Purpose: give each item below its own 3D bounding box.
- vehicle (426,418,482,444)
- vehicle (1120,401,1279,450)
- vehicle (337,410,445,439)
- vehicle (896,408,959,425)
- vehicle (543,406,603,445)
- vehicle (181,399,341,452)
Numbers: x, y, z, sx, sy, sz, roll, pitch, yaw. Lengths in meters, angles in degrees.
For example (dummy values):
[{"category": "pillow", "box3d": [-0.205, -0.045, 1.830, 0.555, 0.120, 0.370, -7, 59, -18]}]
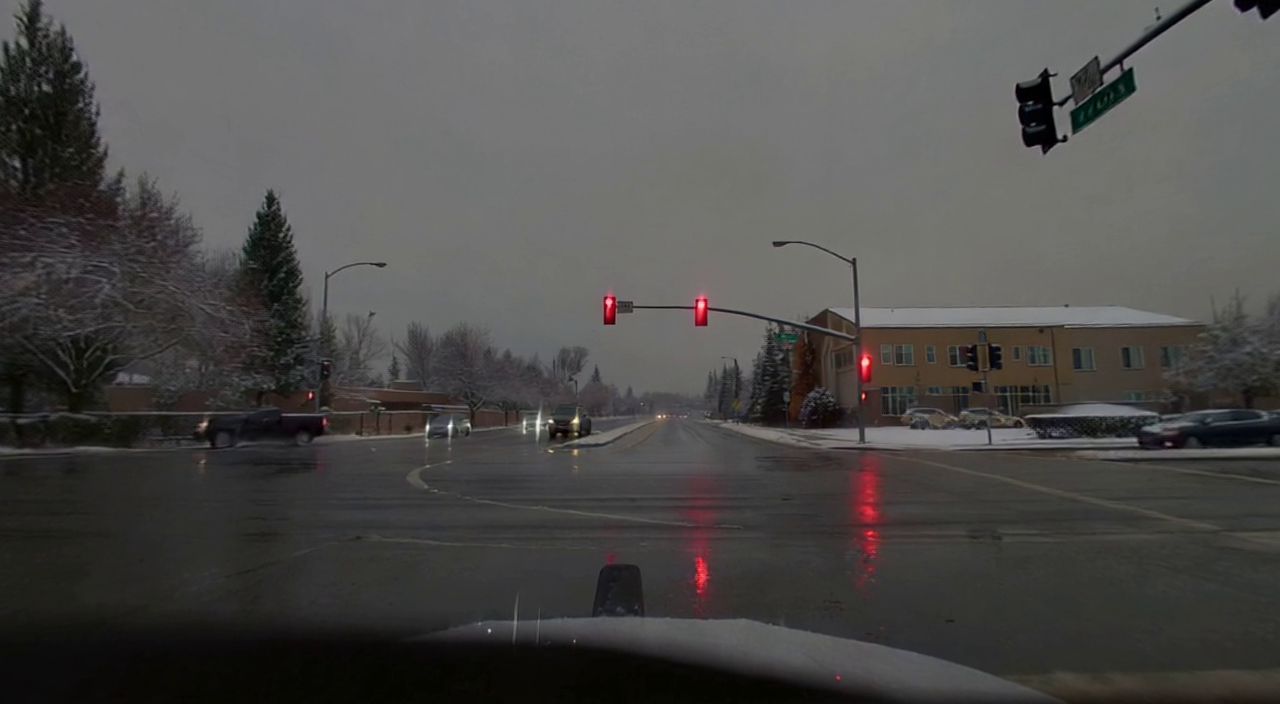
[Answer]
[{"category": "vehicle", "box3d": [-11.414, 4.940, 39.134, 1.899, 1.510, 4.294, -1, -8, 4]}, {"category": "vehicle", "box3d": [20.037, 2.625, 22.287, 4.454, 1.643, 1.809, -1, -9, 9]}, {"category": "vehicle", "box3d": [-17.133, 5.100, 43.761, 6.496, 1.847, 2.164, 8, -12, -42]}, {"category": "vehicle", "box3d": [21.999, 4.940, 48.442, 3.933, 1.219, 1.700, -1, -9, 3]}, {"category": "vehicle", "box3d": [-3.473, 4.012, 33.915, 2.306, 1.907, 5.382, -1, -9, 4]}, {"category": "vehicle", "box3d": [-15.066, 3.053, 25.478, 2.340, 1.902, 4.920, -5, -10, 27]}]
